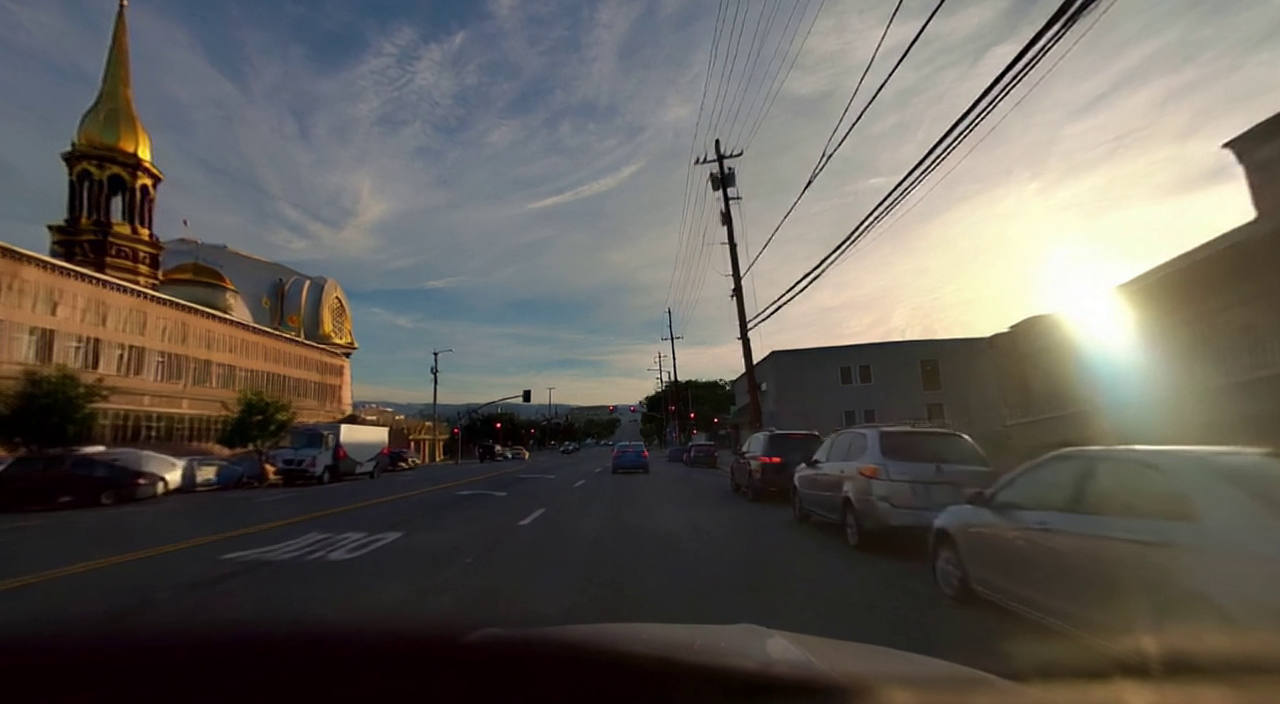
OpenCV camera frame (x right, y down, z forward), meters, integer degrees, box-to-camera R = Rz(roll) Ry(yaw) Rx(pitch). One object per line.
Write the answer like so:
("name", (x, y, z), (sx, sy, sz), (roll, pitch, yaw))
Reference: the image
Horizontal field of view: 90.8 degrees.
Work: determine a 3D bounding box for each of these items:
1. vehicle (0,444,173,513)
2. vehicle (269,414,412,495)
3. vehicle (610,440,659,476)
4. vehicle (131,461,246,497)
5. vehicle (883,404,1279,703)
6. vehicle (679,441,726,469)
("vehicle", (-18.136, 3.799, 19.255), (5.873, 1.917, 2.472), (-1, -8, 2))
("vehicle", (-12.116, 4.194, 26.244), (2.961, 2.739, 6.276), (-4, -8, -1))
("vehicle", (-0.265, 4.739, 28.507), (2.049, 1.453, 4.299), (0, -8, -1))
("vehicle", (-19.404, 5.464, 27.255), (3.703, 1.234, 1.683), (-4, -10, 0))
("vehicle", (3.610, 1.285, 4.708), (1.826, 1.523, 4.371), (0, -8, 0))
("vehicle", (3.523, 5.915, 36.483), (1.944, 1.530, 4.539), (0, -8, -4))
